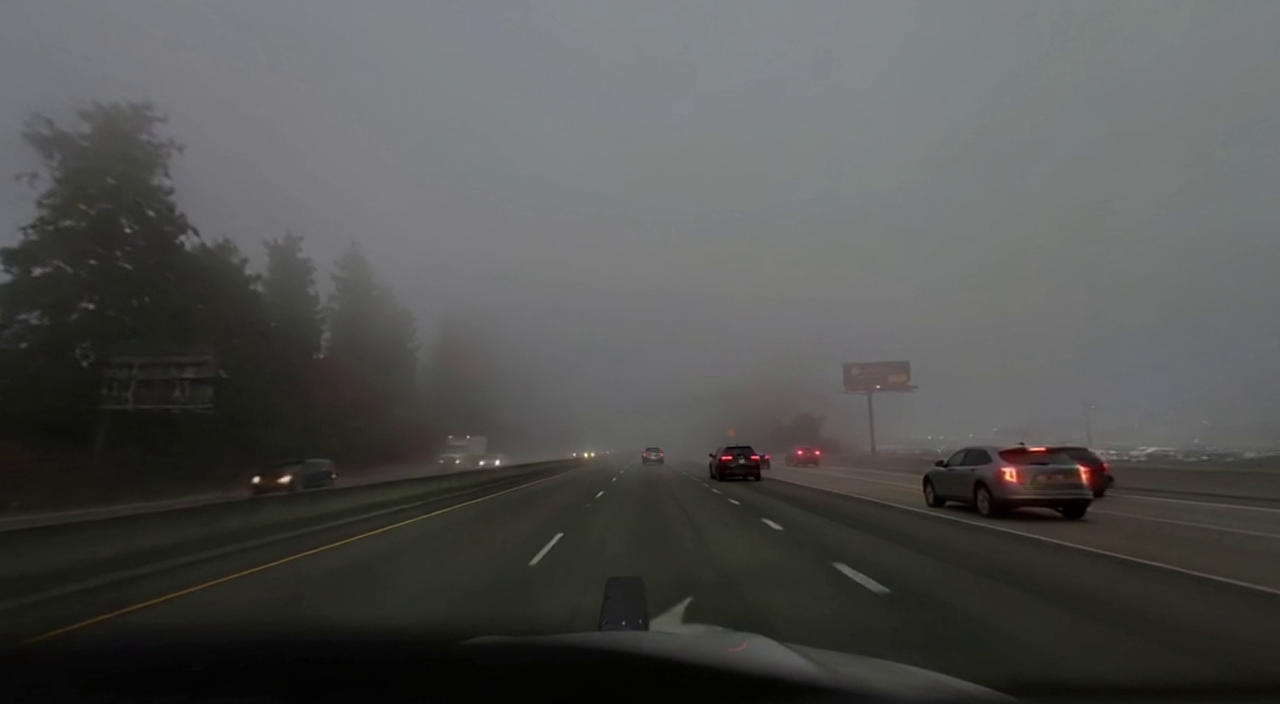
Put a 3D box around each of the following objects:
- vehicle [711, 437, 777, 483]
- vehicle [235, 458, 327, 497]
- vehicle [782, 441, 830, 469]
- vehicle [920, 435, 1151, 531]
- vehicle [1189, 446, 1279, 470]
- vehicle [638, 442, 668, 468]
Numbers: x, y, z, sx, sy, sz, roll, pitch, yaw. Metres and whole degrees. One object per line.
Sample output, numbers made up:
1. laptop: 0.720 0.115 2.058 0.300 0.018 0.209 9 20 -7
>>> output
1. vehicle: 4.536 4.776 28.289 2.075 1.845 4.667 0 -8 -1
2. vehicle: -17.034 5.943 30.210 1.792 1.622 4.317 -1 -8 1
3. vehicle: 11.493 7.136 43.972 2.028 1.801 4.503 0 -8 -1
4. vehicle: 7.532 2.496 12.668 1.807 1.558 4.352 -1 -8 0
5. vehicle: 40.020 7.115 42.447 1.758 1.453 4.391 3 -8 -8
6. vehicle: 0.953 7.855 48.338 2.145 1.832 4.004 -1 -8 0
